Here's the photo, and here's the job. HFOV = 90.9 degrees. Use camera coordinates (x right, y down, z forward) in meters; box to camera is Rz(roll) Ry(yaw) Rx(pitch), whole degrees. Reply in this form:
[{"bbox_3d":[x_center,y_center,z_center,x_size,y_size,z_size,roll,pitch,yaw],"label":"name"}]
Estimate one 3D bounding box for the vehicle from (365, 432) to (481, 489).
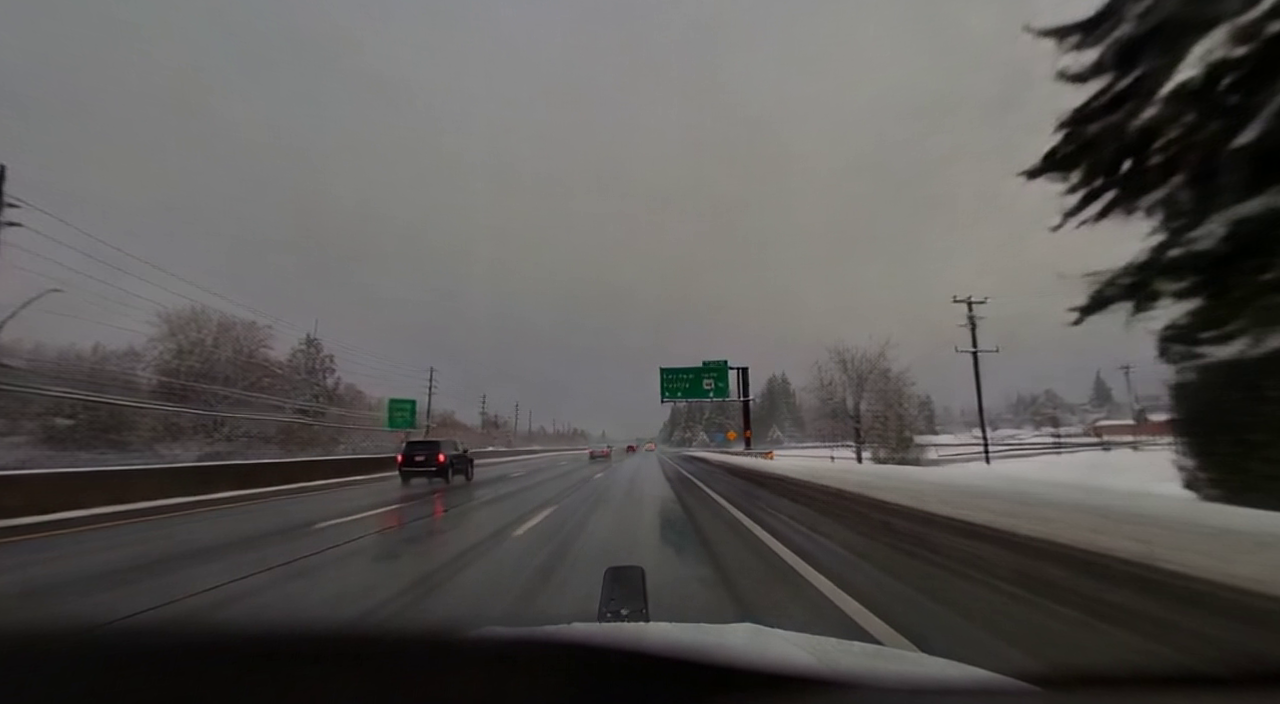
[{"bbox_3d":[-7.153,3.641,21.417,2.118,1.696,4.836,0,-9,1],"label":"vehicle"}]
